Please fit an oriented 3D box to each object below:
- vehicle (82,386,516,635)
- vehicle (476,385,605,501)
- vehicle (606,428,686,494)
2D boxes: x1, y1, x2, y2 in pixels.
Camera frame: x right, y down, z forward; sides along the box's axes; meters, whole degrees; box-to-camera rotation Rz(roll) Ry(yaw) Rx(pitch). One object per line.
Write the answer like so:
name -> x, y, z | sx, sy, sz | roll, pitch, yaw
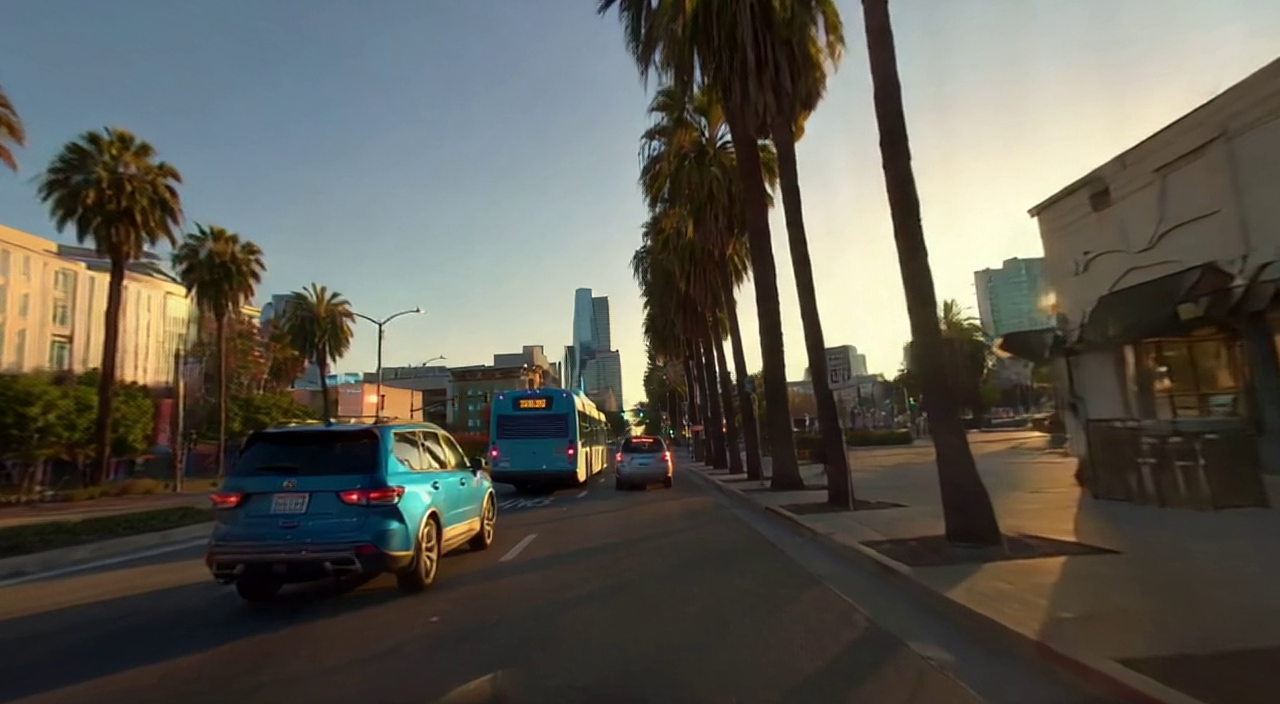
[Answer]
vehicle -> -2.948, 1.478, 6.959 | 2.124, 1.799, 4.587 | 0, -8, 1
vehicle -> -2.871, 2.995, 20.919 | 2.775, 3.064, 8.297 | 0, -8, 1
vehicle -> 0.188, 3.159, 18.671 | 2.120, 1.727, 3.917 | 0, -8, 1
